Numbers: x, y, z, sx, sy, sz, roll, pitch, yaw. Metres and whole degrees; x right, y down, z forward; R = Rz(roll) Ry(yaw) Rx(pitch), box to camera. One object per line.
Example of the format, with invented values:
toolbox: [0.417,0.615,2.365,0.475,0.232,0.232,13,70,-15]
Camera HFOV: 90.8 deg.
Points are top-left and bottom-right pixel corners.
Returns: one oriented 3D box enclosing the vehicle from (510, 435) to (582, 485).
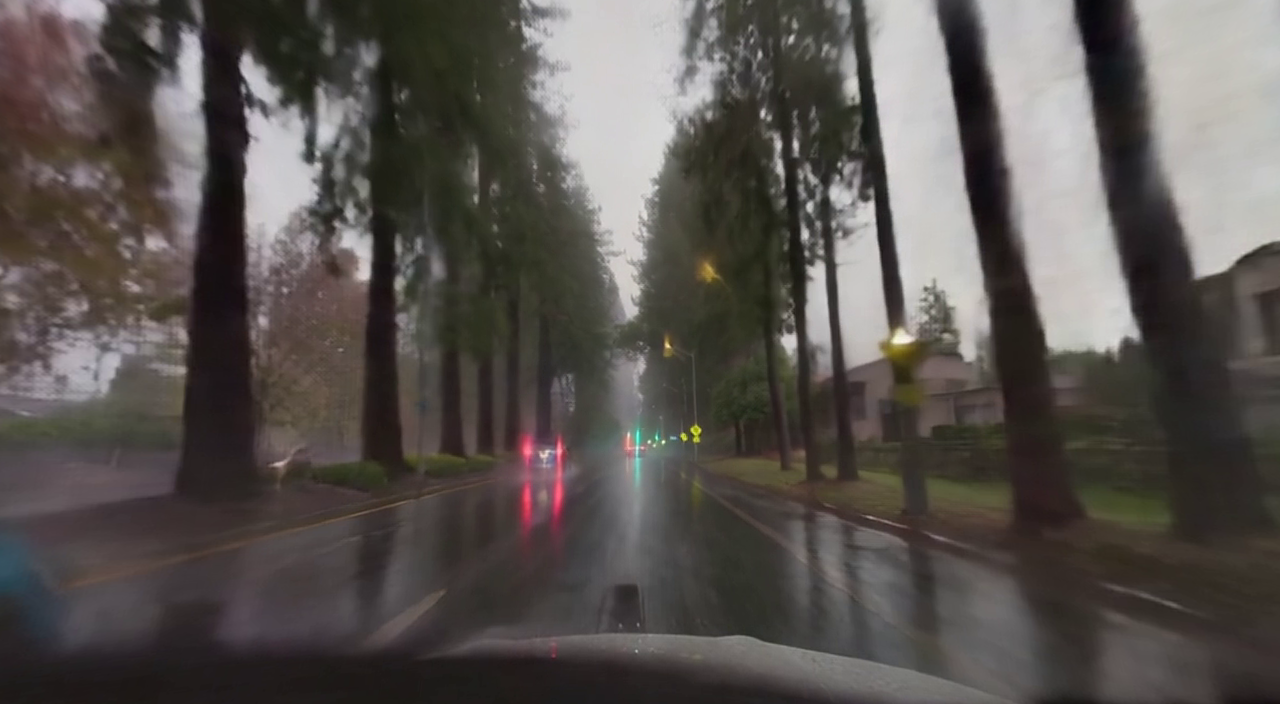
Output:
vehicle: [-3.529,4.133,24.521,2.078,1.748,4.279,0,-8,0]

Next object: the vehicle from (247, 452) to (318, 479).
vehicle: [-21.320,6.783,37.887,1.759,1.458,4.302,0,-8,0]
